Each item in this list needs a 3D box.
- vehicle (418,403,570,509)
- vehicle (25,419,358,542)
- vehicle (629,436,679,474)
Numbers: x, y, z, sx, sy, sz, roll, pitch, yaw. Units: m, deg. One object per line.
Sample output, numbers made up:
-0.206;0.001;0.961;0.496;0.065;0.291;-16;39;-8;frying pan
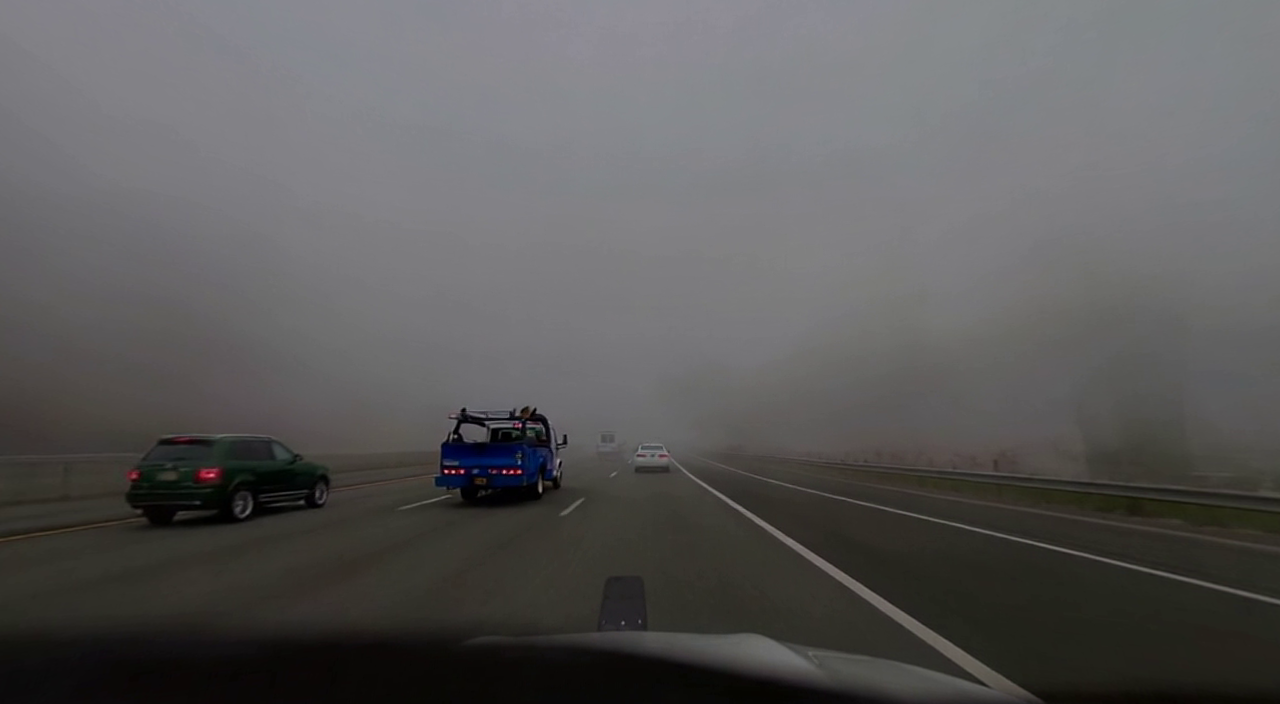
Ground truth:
-3.161;2.430;15.082;2.292;2.070;5.532;0;-8;0;vehicle
-6.860;2.000;10.527;1.926;1.561;4.868;0;-8;1;vehicle
0.643;4.873;29.903;2.165;1.653;4.456;0;-8;1;vehicle
